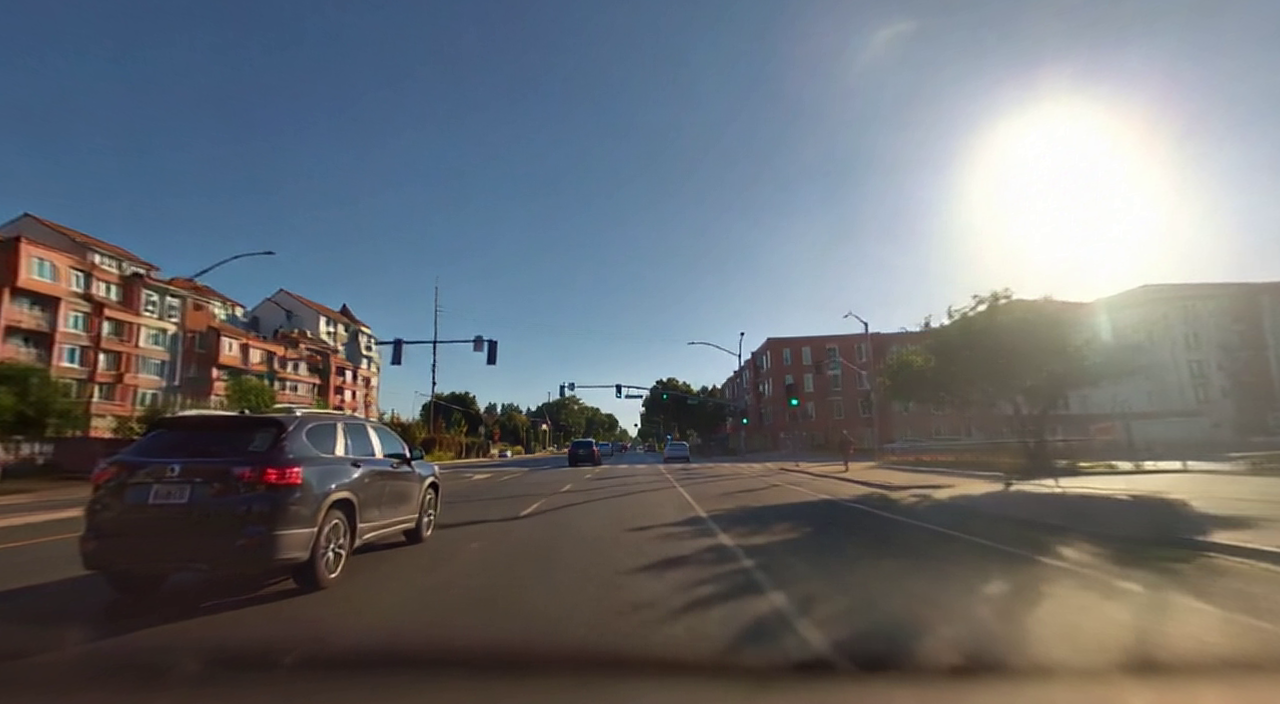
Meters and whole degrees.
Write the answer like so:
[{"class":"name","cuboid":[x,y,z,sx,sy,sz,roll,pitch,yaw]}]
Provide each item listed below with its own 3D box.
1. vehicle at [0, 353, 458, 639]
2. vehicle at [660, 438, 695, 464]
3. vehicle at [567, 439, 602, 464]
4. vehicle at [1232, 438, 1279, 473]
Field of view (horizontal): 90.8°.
[{"class":"vehicle","cuboid":[-3.912,1.369,7.050,2.225,1.984,5.168,0,-8,0]},{"class":"vehicle","cuboid":[2.513,6.808,43.589,2.018,1.719,4.369,0,-8,-2]},{"class":"vehicle","cuboid":[-3.917,7.095,45.159,2.083,1.685,4.069,0,-8,1]},{"class":"vehicle","cuboid":[38.335,6.210,38.318,2.026,1.987,5.331,-5,-9,27]}]
